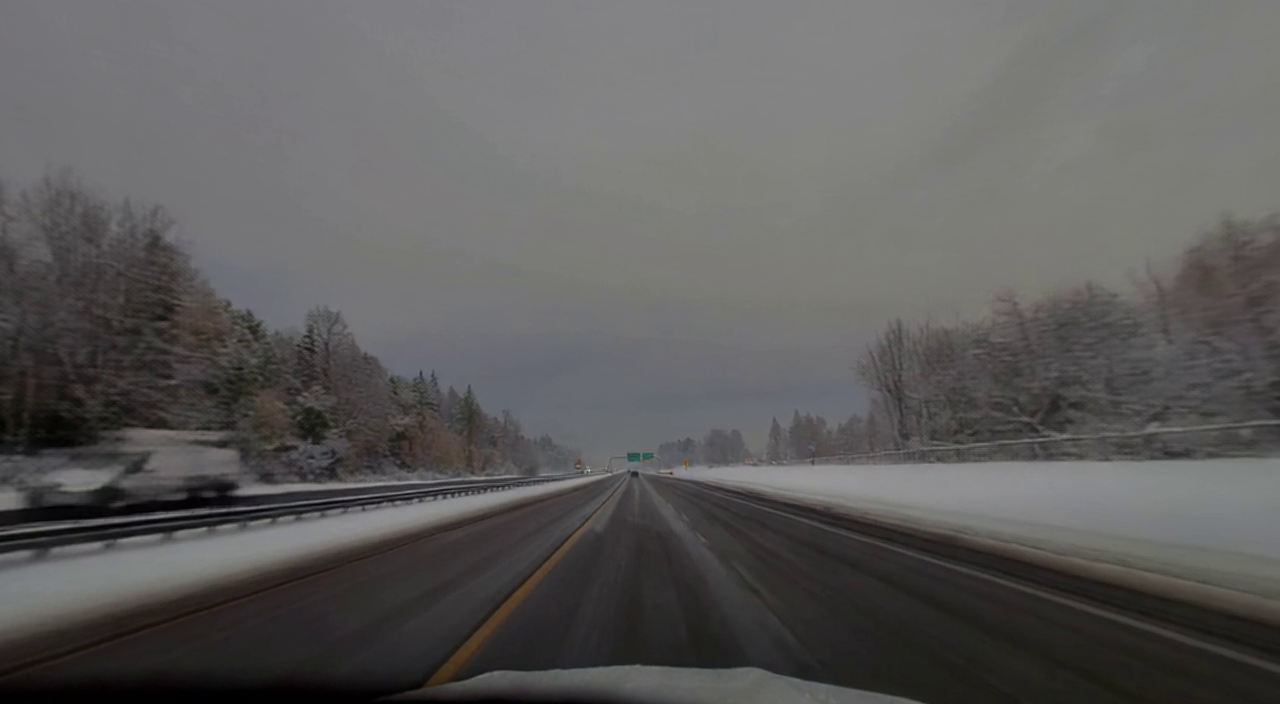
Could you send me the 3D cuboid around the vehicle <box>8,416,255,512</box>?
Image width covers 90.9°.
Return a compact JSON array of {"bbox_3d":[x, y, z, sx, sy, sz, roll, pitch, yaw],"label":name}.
[{"bbox_3d":[-17.745,4.078,22.935,2.657,2.861,7.458,1,-11,0],"label":"vehicle"}]
